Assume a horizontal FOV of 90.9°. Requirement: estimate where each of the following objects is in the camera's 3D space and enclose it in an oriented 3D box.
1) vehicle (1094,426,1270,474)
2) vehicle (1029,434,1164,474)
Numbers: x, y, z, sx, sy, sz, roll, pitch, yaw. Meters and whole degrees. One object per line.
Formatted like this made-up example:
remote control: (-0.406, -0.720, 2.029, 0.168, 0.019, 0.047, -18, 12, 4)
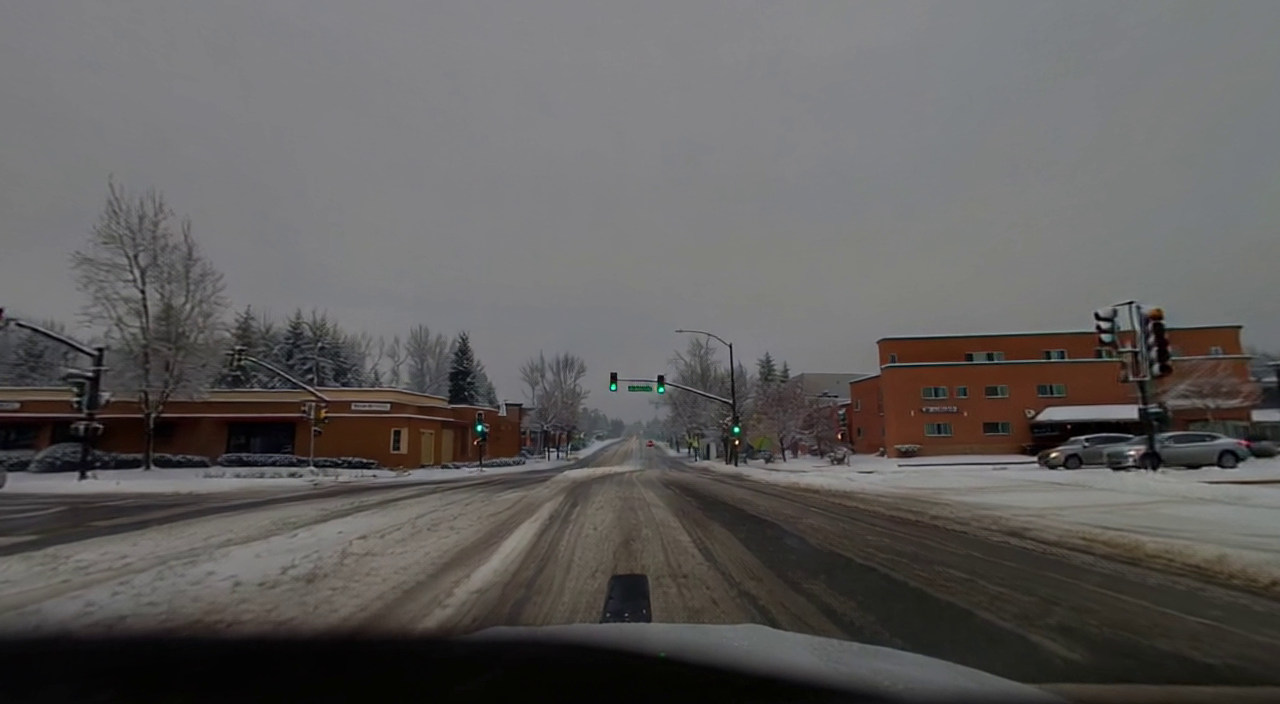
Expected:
vehicle: (18.762, 3.408, 21.988, 4.288, 1.600, 1.927, 0, -8, 1)
vehicle: (20.397, 4.559, 28.335, 4.483, 1.691, 1.949, 0, -8, 0)
